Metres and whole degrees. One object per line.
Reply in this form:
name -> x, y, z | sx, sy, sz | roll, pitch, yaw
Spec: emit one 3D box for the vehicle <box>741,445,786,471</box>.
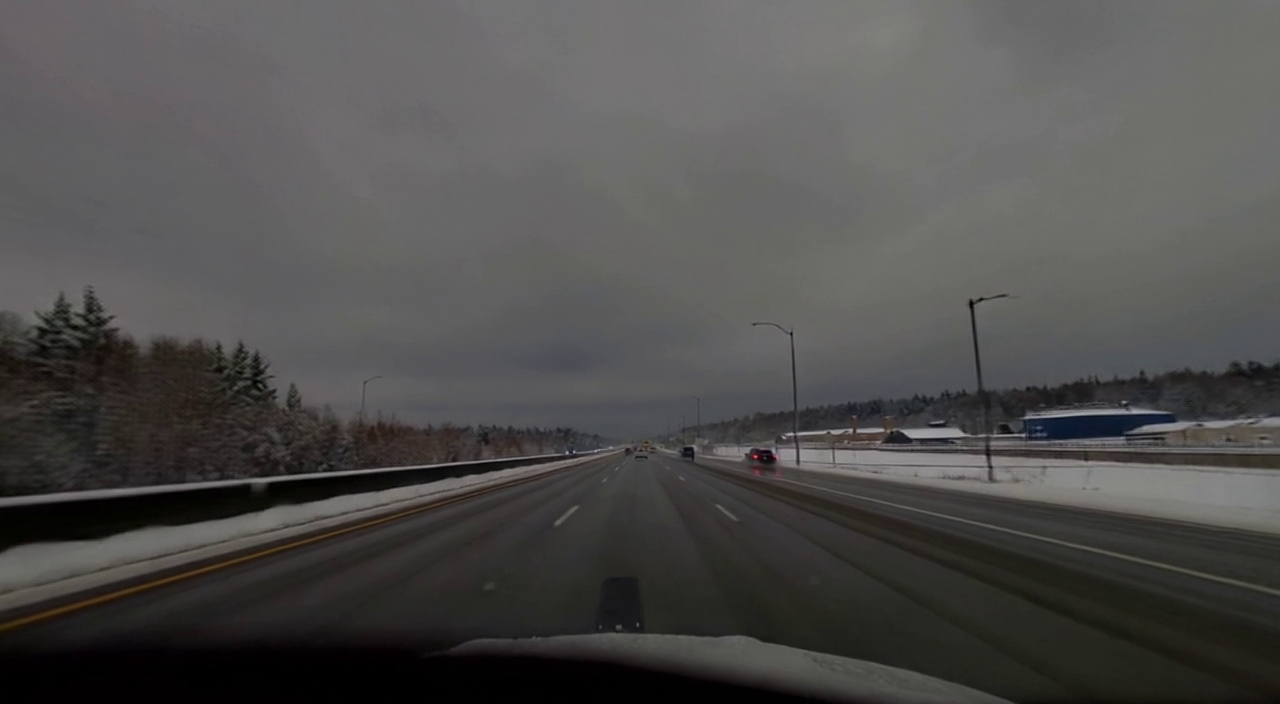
vehicle -> 7.537, 6.518, 38.882 | 1.923, 1.516, 3.815 | 0, -9, -1
